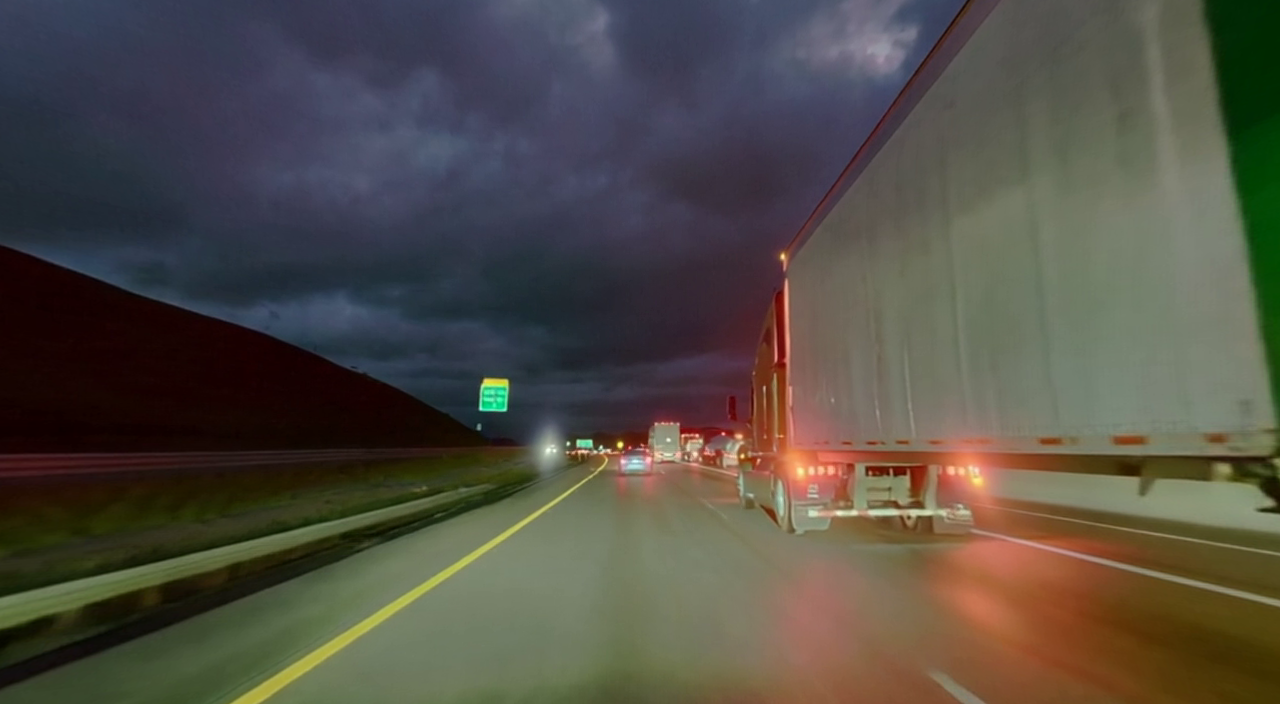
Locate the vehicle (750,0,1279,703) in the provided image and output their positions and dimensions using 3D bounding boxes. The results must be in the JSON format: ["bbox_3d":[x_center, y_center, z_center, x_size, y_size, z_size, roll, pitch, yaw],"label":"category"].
[{"bbox_3d":[3.602,0.176,5.321,2.874,4.065,14.243,0,-9,0],"label":"vehicle"}]

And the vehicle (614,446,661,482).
[{"bbox_3d":[-0.122,4.950,28.065,1.927,1.437,3.794,0,-9,-1],"label":"vehicle"}]
